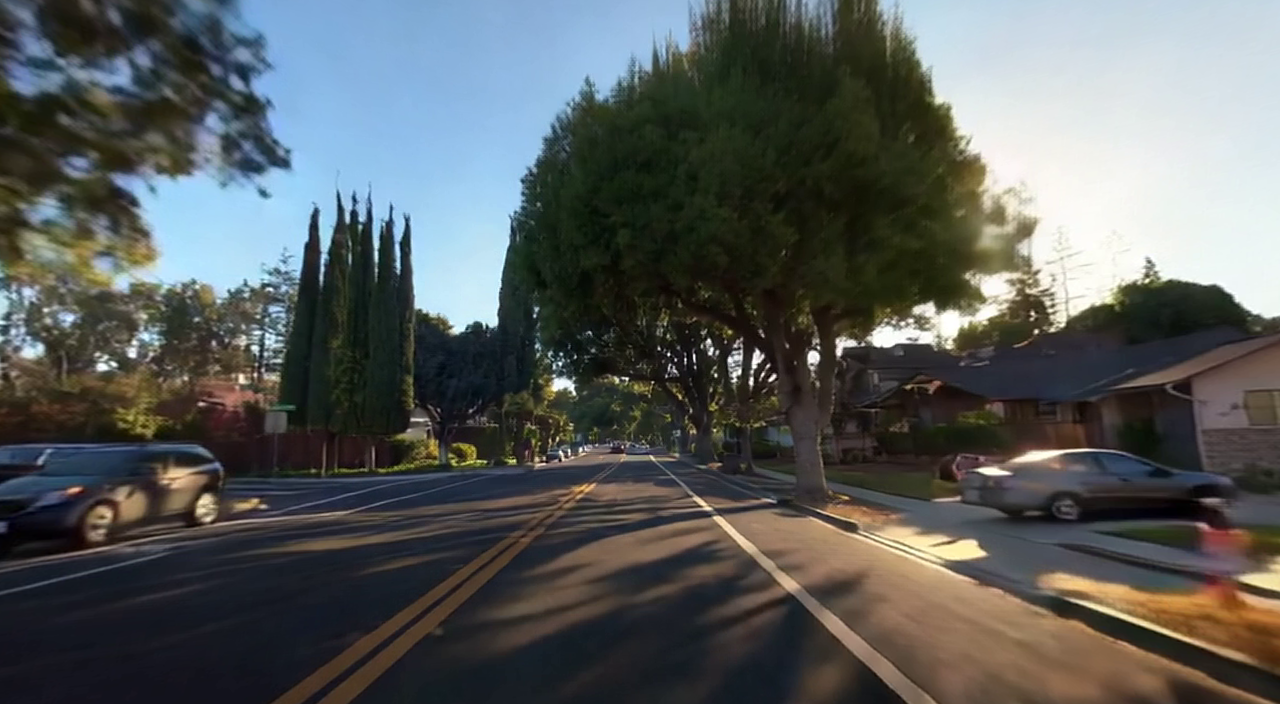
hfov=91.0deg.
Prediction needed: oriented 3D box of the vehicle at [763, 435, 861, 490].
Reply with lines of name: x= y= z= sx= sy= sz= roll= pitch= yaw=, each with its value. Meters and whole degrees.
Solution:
vehicle: x=5.837 y=3.810 z=22.053 sx=2.096 sy=1.713 sz=4.606 roll=0 pitch=-9 yaw=-1

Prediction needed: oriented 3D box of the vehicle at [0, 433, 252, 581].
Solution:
vehicle: x=-9.387 y=2.425 z=10.930 sx=2.181 sy=1.938 sz=4.931 roll=-2 pitch=-7 yaw=0

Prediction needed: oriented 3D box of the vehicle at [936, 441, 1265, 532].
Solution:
vehicle: x=8.211 y=2.412 z=11.726 sx=4.438 sy=1.466 sz=1.943 roll=-1 pitch=-9 yaw=9
